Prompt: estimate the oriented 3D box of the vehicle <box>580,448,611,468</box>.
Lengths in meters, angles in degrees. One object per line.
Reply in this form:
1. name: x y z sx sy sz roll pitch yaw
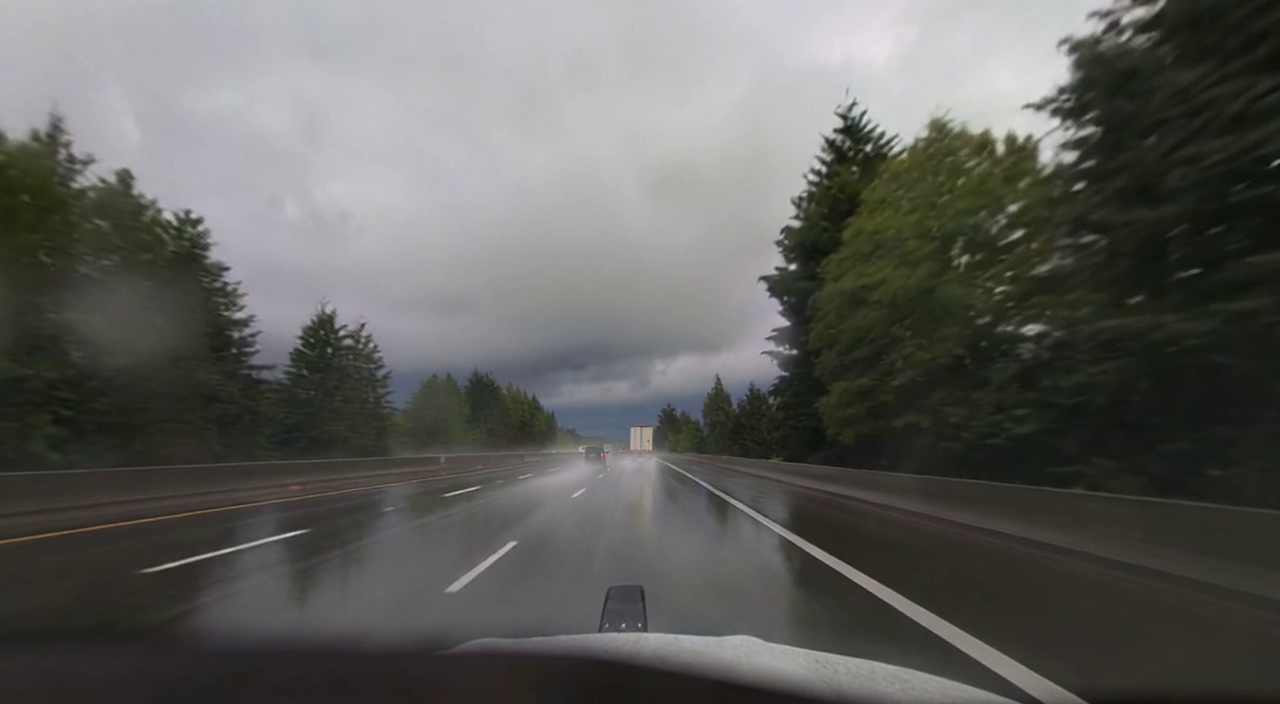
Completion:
1. vehicle: -3.423 8.240 49.165 2.085 1.506 4.101 0 -9 0
